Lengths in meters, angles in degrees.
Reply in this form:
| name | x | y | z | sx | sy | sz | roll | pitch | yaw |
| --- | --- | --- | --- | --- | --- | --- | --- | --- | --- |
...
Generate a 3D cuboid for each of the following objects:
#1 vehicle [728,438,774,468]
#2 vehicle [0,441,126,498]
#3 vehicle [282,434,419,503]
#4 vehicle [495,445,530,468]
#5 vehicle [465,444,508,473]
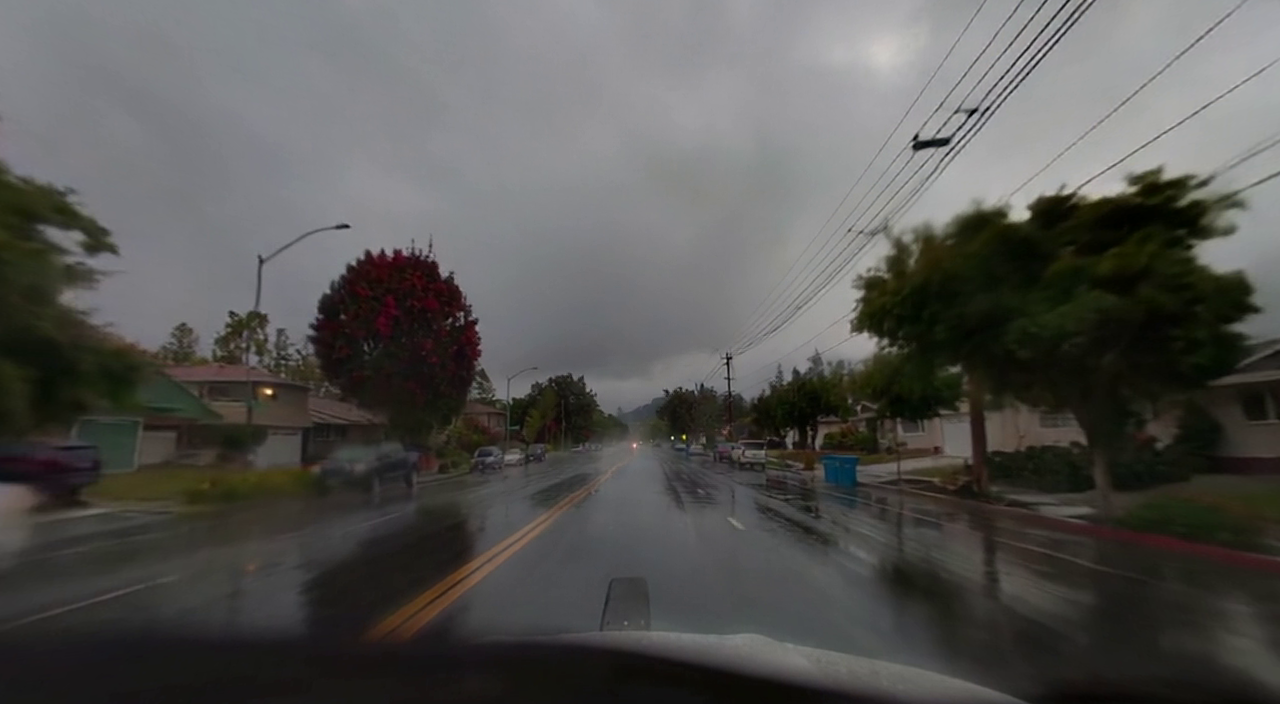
| name | x | y | z | sx | sy | sz | roll | pitch | yaw |
| --- | --- | --- | --- | --- | --- | --- | --- | --- | --- |
| vehicle | 7.195 | 6.589 | 41.252 | 2.128 | 1.823 | 4.834 | 0 | -8 | 0 |
| vehicle | -17.799 | 3.323 | 18.056 | 4.430 | 1.489 | 1.984 | -1 | -8 | 3 |
| vehicle | -10.331 | 4.139 | 23.184 | 2.419 | 2.001 | 5.566 | -2 | -7 | 0 |
| vehicle | -10.044 | 8.250 | 49.874 | 1.932 | 1.472 | 4.516 | -3 | -6 | -2 |
| vehicle | -10.004 | 6.924 | 41.299 | 1.974 | 1.696 | 4.336 | -2 | -8 | -3 |
